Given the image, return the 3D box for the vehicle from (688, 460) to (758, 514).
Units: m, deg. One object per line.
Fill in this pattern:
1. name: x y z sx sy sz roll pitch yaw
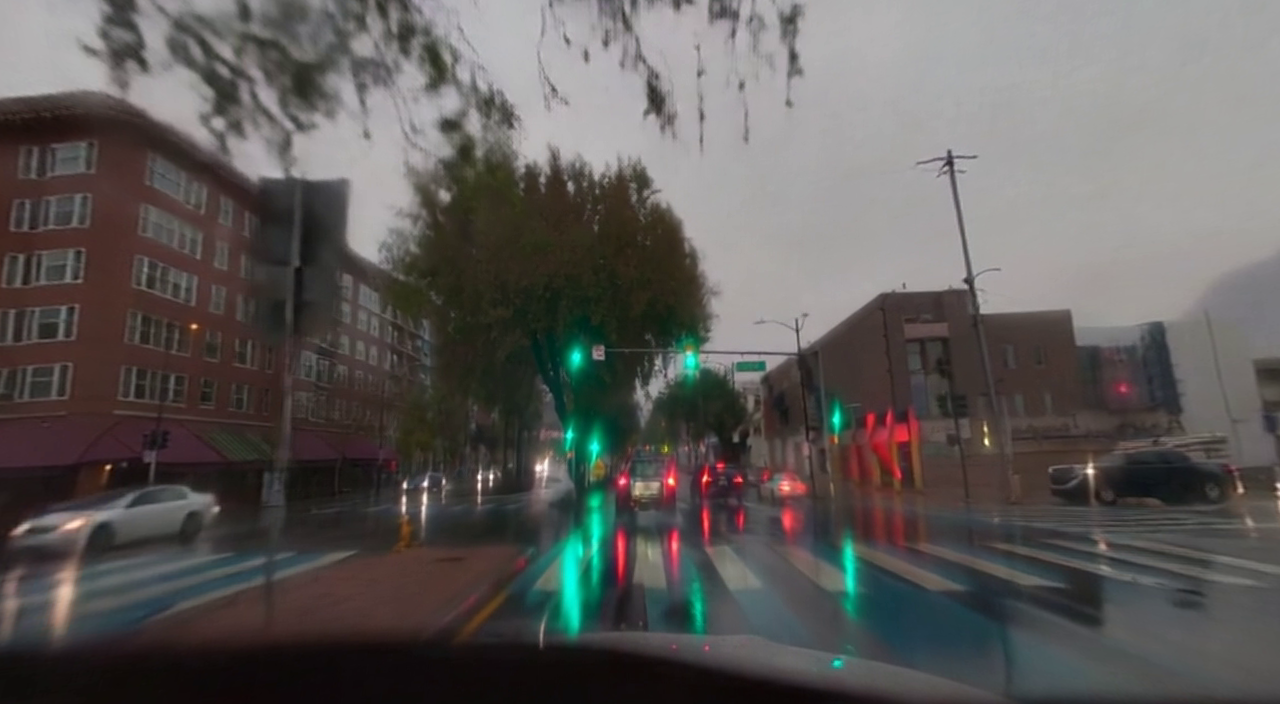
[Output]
1. vehicle: 3.037 5.028 23.910 1.939 1.746 4.091 0 -9 -2

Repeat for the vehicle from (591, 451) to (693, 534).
1. vehicle: 0.032 3.388 15.839 2.209 1.748 4.130 0 -9 0

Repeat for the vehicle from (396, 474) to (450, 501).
1. vehicle: -14.379 8.982 42.056 2.043 1.526 4.617 0 -9 -1

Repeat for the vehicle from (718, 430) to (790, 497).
1. vehicle: 6.291 6.284 35.999 2.803 3.401 6.688 0 -9 0

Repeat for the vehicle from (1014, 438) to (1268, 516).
1. vehicle: 13.966 3.500 17.961 5.156 2.005 2.122 -1 -9 7

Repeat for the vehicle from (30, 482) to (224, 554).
1. vehicle: -14.203 4.580 17.868 1.856 1.521 4.309 0 -9 0
